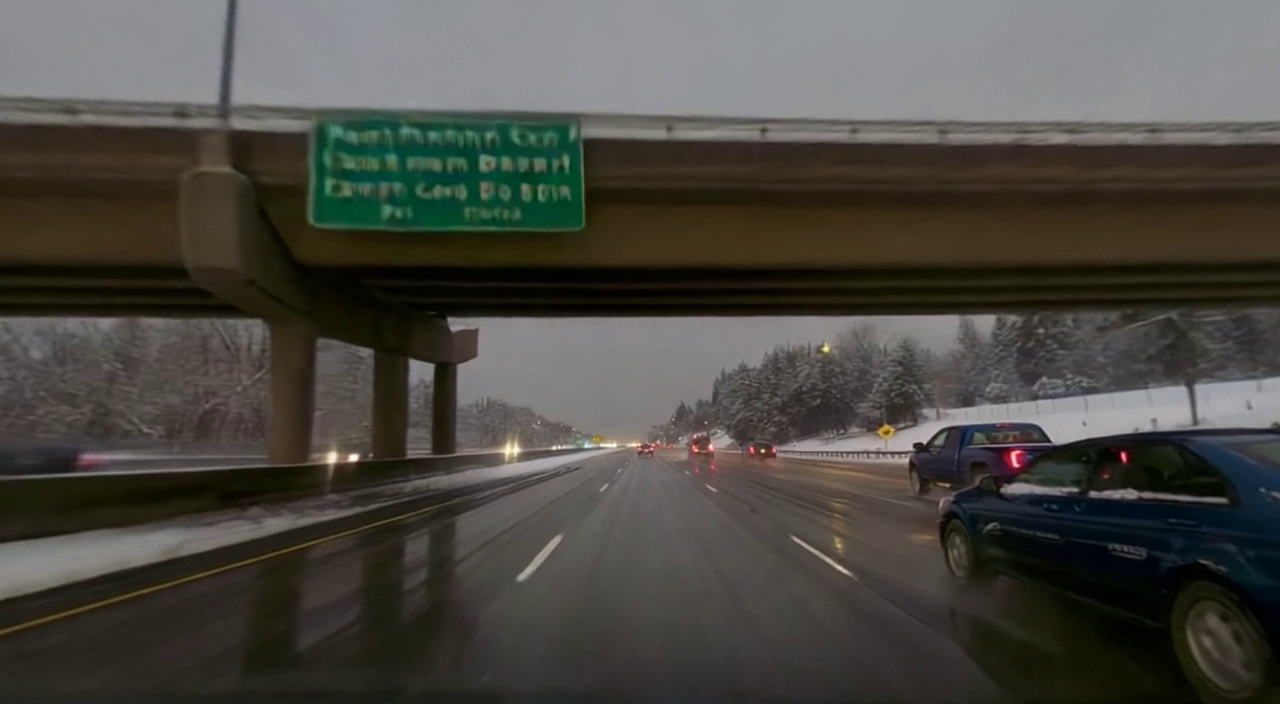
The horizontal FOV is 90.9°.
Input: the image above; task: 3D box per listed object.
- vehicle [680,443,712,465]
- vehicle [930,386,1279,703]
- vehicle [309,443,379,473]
[{"bbox_3d":[4.324,7.919,49.145,2.014,1.643,4.039,0,-8,-1],"label":"vehicle"},{"bbox_3d":[3.340,0.921,2.466,2.119,1.524,4.807,0,-8,0],"label":"vehicle"},{"bbox_3d":[-17.878,6.410,38.407,2.007,1.727,4.546,0,-8,0],"label":"vehicle"}]
